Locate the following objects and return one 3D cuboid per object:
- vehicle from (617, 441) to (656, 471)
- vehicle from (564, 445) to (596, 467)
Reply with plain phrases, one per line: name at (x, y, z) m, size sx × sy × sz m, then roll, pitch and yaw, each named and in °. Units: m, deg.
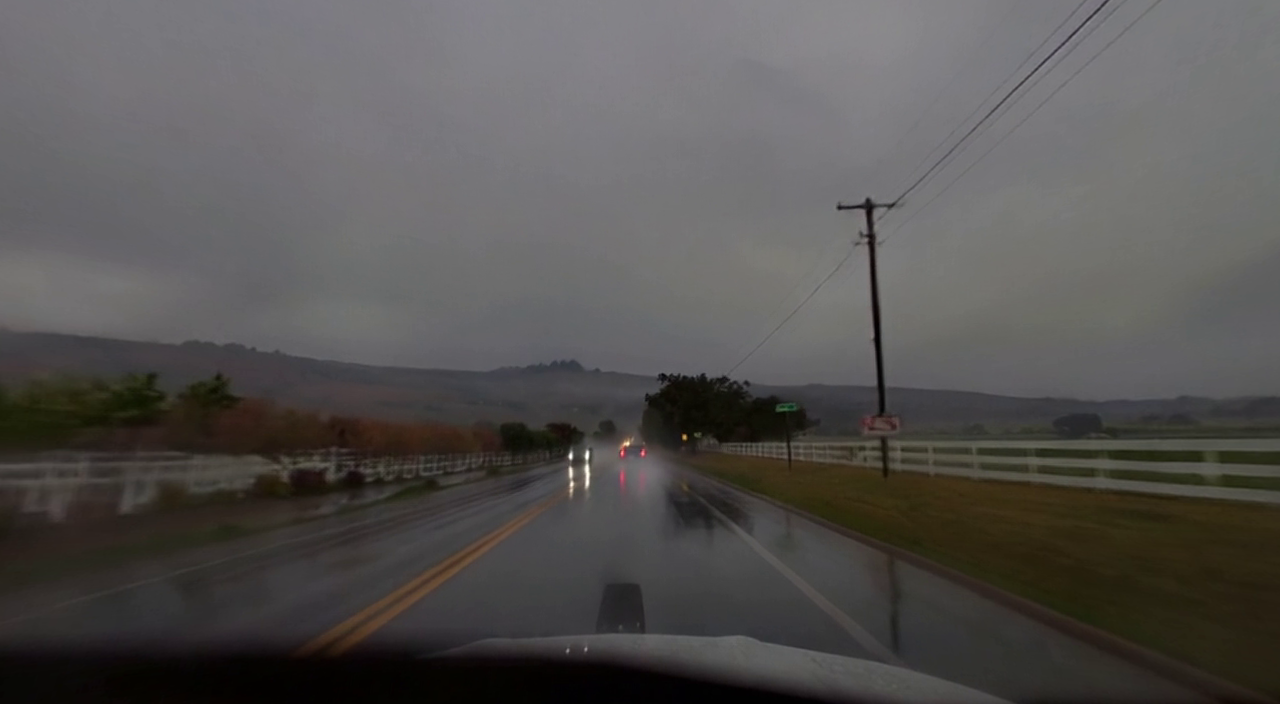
vehicle at (-0.207, 6.124, 37.289) m, size 2.158 × 1.669 × 4.006 m, roll 0°, pitch -9°, yaw -1°
vehicle at (-4.481, 7.825, 47.614) m, size 1.989 × 1.600 × 3.979 m, roll 0°, pitch -9°, yaw 1°
